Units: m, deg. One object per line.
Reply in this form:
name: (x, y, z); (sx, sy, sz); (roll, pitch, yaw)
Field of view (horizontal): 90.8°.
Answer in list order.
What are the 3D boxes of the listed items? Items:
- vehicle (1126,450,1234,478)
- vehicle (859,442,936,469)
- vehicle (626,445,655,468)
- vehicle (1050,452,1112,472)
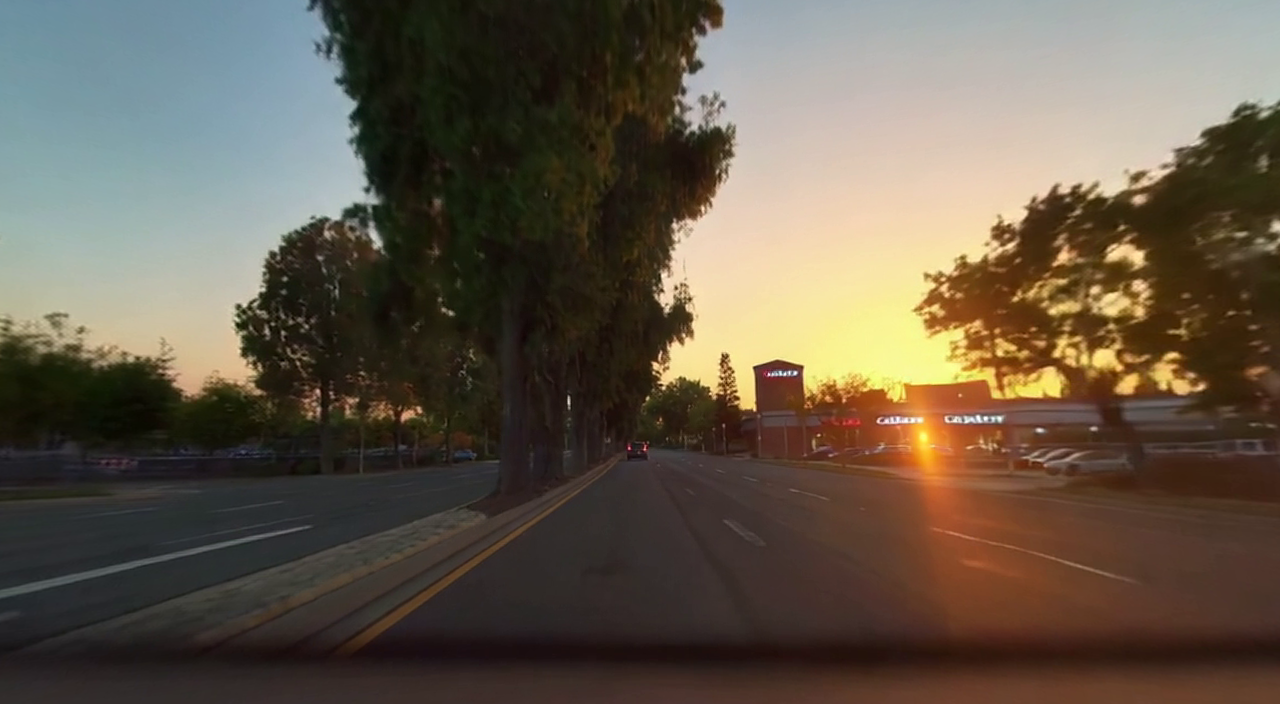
vehicle: (31.724, 6.586, 37.350); (2.058, 1.498, 4.870); (0, -8, -1)
vehicle: (19.039, 7.686, 46.897); (4.739, 1.916, 2.136); (0, -8, 2)
vehicle: (0.001, 7.917, 48.272); (2.095, 1.647, 4.205); (0, -8, 0)
vehicle: (34.647, 8.623, 49.729); (1.801, 1.425, 4.094); (0, -8, -2)
